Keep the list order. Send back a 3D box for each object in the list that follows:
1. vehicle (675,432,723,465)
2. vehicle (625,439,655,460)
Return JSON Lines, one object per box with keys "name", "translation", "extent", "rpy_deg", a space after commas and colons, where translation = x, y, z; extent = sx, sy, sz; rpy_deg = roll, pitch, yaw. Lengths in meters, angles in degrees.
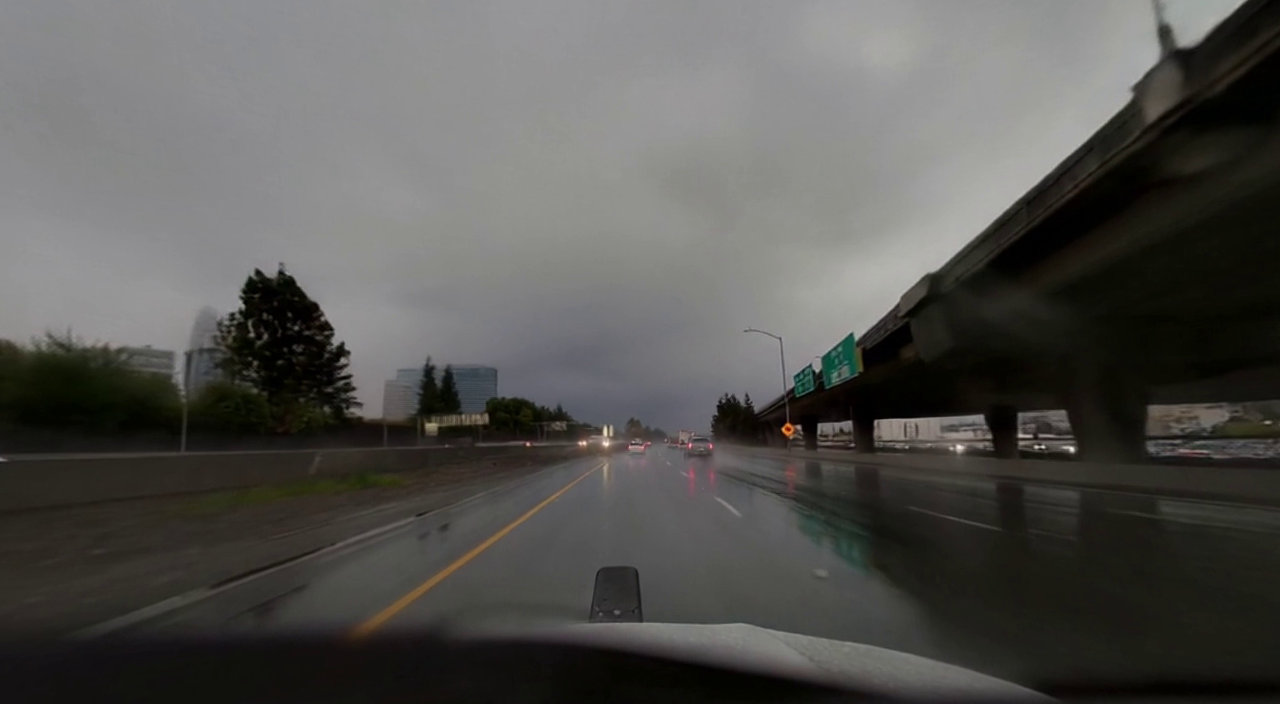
{"name": "vehicle", "translation": [3.350, 5.617, 36.748], "extent": [2.226, 1.779, 4.835], "rpy_deg": [0, -9, -1]}
{"name": "vehicle", "translation": [0.065, 7.082, 45.881], "extent": [2.046, 1.475, 3.784], "rpy_deg": [0, -9, 2]}
